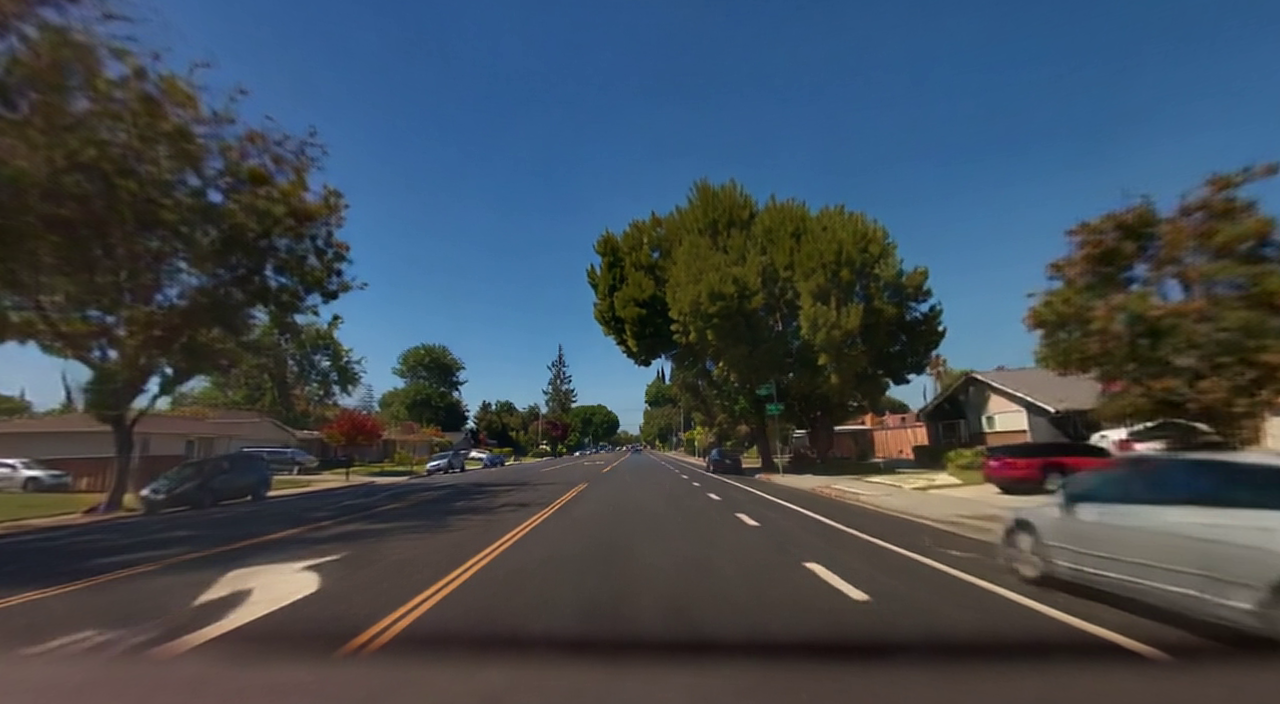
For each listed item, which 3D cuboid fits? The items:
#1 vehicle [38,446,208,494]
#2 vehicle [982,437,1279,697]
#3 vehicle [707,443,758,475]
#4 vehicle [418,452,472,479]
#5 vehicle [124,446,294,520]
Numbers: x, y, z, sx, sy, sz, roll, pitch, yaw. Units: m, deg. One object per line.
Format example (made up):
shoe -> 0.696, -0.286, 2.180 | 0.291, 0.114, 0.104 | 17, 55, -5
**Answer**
vehicle -> -20.303, 4.625, 25.022 | 4.744, 1.752, 2.008 | 1, -9, -6
vehicle -> 4.612, 1.354, 4.508 | 1.970, 1.455, 4.233 | 0, -8, 0
vehicle -> 4.676, 5.490, 32.635 | 1.925, 1.482, 4.746 | 0, -8, 0
vehicle -> -12.340, 7.161, 40.208 | 1.940, 1.452, 4.485 | -3, -9, 1
vehicle -> -12.688, 3.815, 19.056 | 2.049, 1.782, 4.460 | -4, -8, 0
